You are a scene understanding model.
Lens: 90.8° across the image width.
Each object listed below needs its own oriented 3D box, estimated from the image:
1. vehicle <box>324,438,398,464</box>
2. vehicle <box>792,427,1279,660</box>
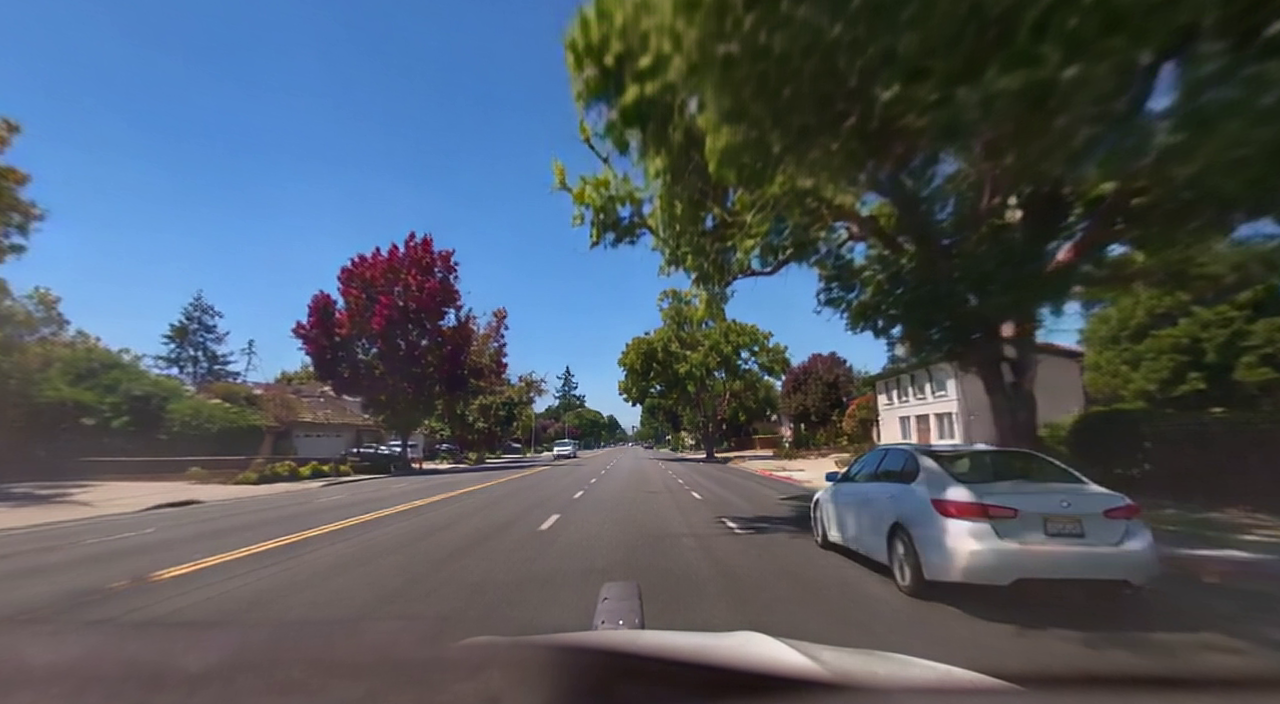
[{"bbox_3d":[-20.631,7.334,46.798,4.445,1.822,2.095,-1,-8,4],"label":"vehicle"},{"bbox_3d":[3.101,1.558,6.292,2.057,1.493,4.225,0,-8,-1],"label":"vehicle"}]
